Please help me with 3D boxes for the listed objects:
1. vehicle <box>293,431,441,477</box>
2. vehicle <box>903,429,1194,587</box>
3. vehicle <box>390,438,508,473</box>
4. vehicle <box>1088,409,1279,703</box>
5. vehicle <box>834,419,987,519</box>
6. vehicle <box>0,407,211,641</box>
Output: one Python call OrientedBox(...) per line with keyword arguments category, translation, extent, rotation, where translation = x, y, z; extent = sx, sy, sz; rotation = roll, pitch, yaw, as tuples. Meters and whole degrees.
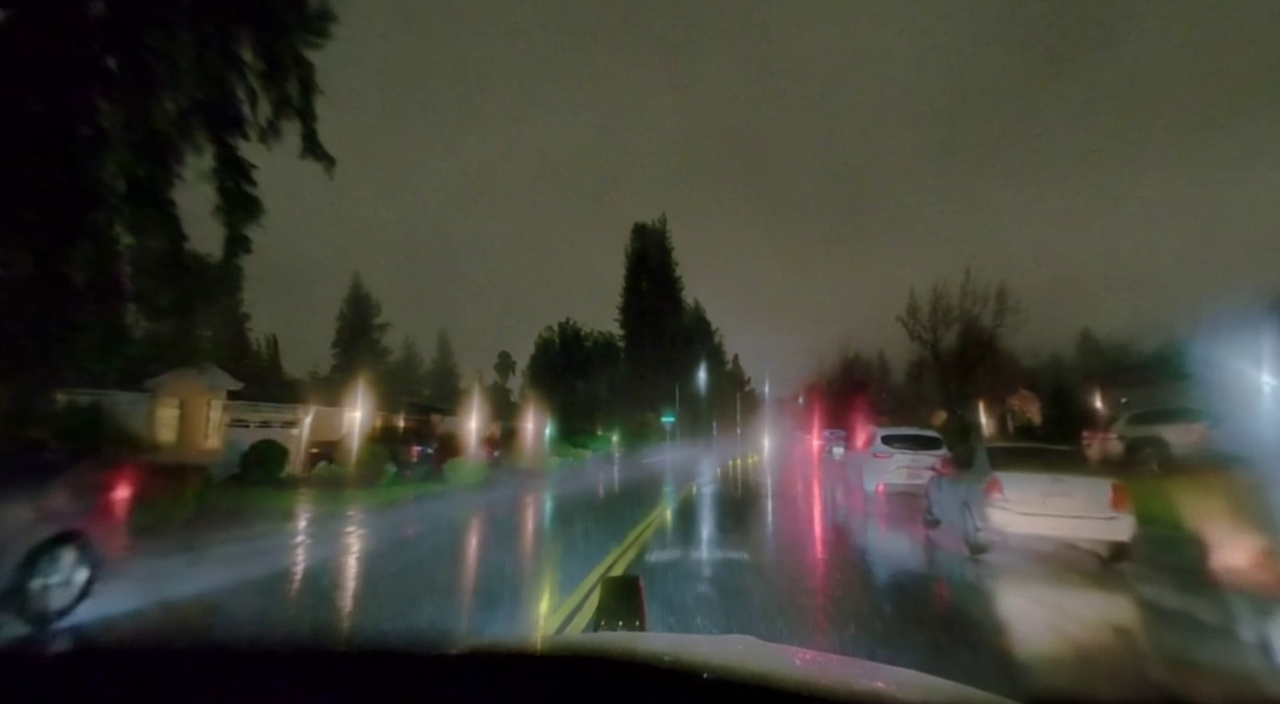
OrientedBox(category="vehicle", translation=(-10.115, 3.794, 23.543), extent=(4.635, 1.594, 2.132), rotation=(-2, -9, 13))
OrientedBox(category="vehicle", translation=(4.701, 1.771, 7.977), extent=(1.806, 1.486, 3.535), rotation=(-2, -9, 11))
OrientedBox(category="vehicle", translation=(-8.283, 4.486, 27.556), extent=(4.455, 1.419, 2.017), rotation=(-2, -9, 12))
OrientedBox(category="vehicle", translation=(3.754, 0.809, 1.529), extent=(2.045, 1.478, 4.914), rotation=(-1, -9, 5))
OrientedBox(category="vehicle", translation=(5.655, 2.492, 13.943), extent=(2.194, 1.786, 4.704), rotation=(-2, -9, 12))
OrientedBox(category="vehicle", translation=(-5.773, 1.206, 4.233), extent=(2.030, 1.696, 4.828), rotation=(-1, -9, 7))
